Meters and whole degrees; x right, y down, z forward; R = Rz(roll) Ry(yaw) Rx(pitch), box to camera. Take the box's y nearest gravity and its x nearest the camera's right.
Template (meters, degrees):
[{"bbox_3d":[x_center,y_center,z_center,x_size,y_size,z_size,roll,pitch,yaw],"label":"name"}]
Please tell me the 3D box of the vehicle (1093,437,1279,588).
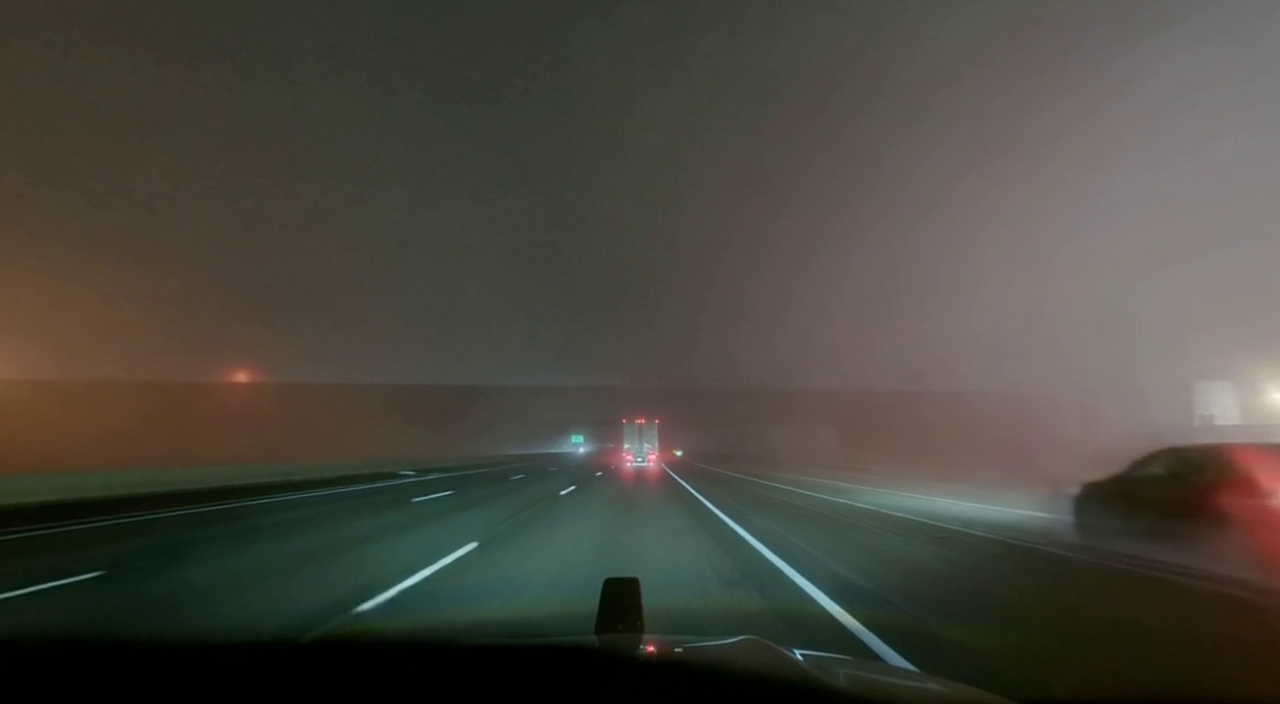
[{"bbox_3d":[7.257,1.720,7.072,1.660,1.497,3.594,0,-9,0],"label":"vehicle"}]
